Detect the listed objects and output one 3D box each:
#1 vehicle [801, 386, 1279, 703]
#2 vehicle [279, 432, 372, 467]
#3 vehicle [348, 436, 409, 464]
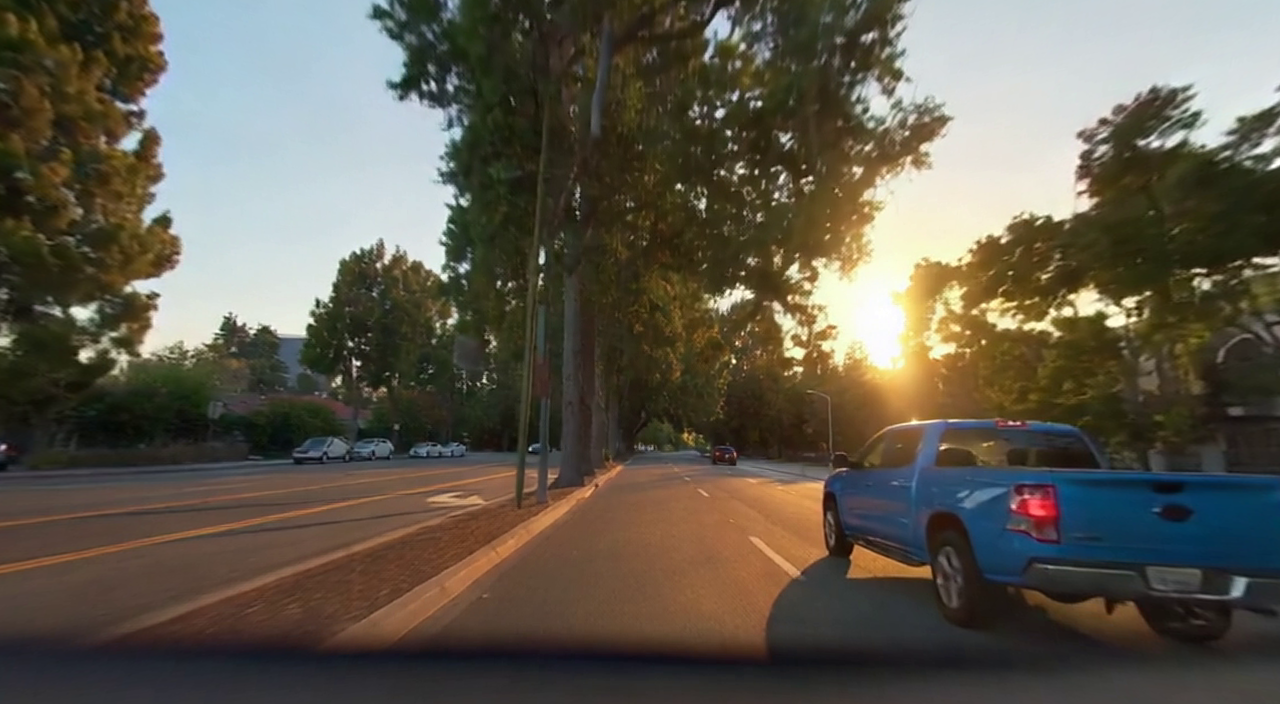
[{"bbox_3d":[3.112,1.374,5.630,2.108,1.712,4.616,0,-8,0],"label":"vehicle"},{"bbox_3d":[-18.242,5.712,37.007,2.398,1.883,5.729,-1,-8,2],"label":"vehicle"},{"bbox_3d":[-18.060,6.763,43.758,2.051,1.821,4.721,0,-8,2],"label":"vehicle"}]
